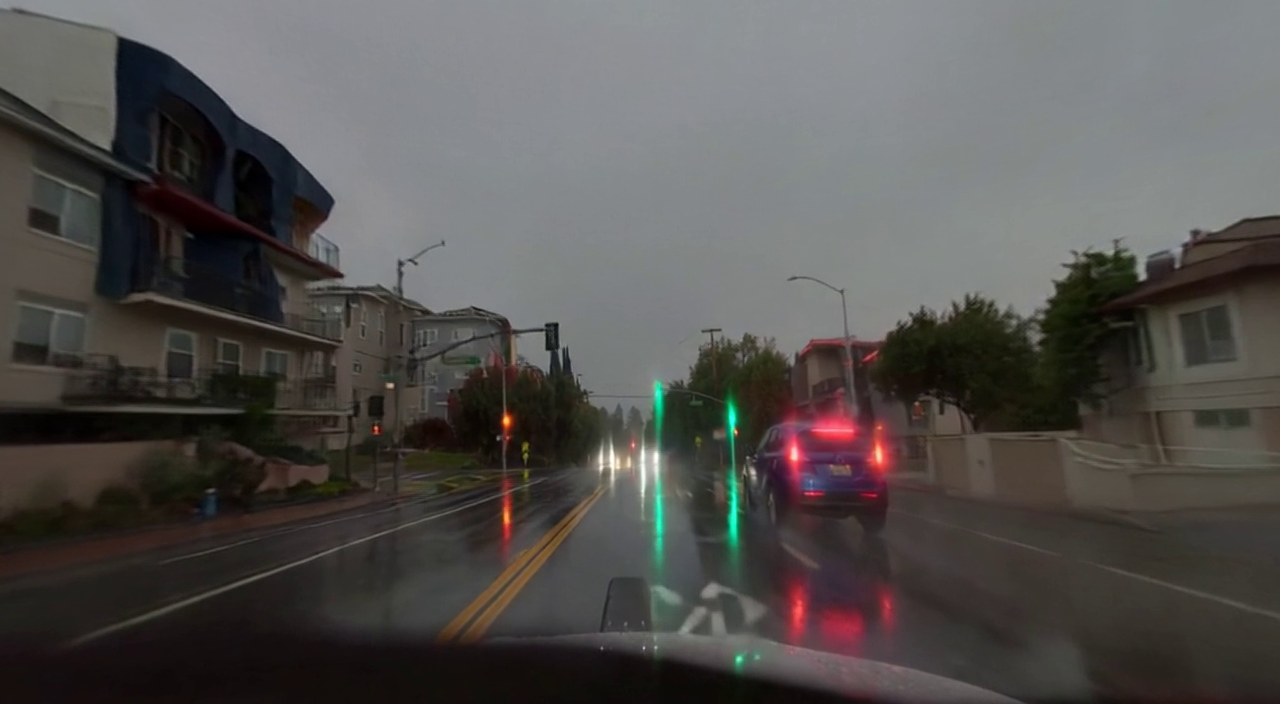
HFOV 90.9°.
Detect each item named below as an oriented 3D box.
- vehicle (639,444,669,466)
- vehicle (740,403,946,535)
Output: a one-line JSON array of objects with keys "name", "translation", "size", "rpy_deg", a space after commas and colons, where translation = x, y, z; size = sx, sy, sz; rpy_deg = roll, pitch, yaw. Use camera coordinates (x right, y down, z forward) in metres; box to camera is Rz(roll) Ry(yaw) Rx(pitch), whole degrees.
[{"name": "vehicle", "translation": [0.965, 7.512, 46.113], "size": [2.097, 1.463, 4.043], "rpy_deg": [0, -9, 0]}, {"name": "vehicle", "translation": [3.296, 2.039, 11.511], "size": [2.130, 1.863, 4.844], "rpy_deg": [0, -9, 0]}]
